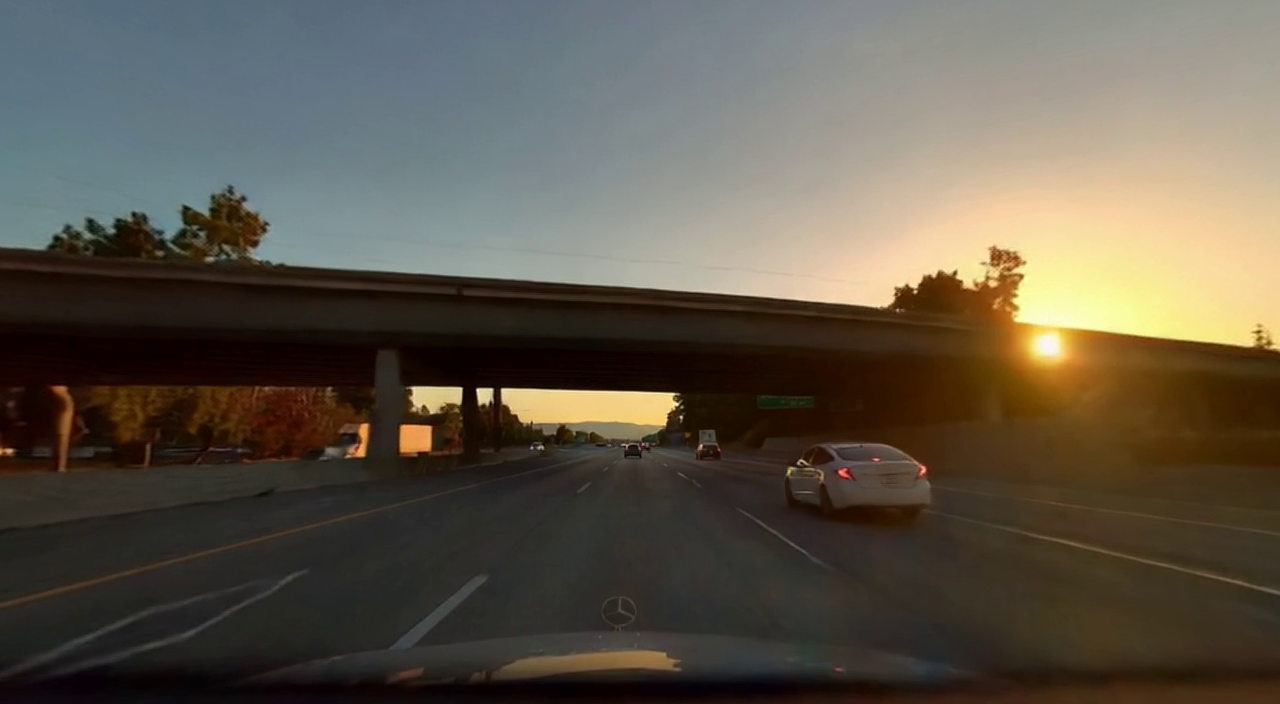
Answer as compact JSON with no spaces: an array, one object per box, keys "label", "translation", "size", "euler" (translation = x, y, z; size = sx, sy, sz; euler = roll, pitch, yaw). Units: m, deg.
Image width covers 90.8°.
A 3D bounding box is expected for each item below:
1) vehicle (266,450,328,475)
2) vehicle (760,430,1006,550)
[{"label":"vehicle","translation":[-23.711,7.633,43.862],"size":[1.880,1.492,4.348],"euler":[1,-8,0]},{"label":"vehicle","translation":[3.498,2.071,10.260],"size":[2.076,1.472,4.562],"euler":[0,-8,-1]}]
